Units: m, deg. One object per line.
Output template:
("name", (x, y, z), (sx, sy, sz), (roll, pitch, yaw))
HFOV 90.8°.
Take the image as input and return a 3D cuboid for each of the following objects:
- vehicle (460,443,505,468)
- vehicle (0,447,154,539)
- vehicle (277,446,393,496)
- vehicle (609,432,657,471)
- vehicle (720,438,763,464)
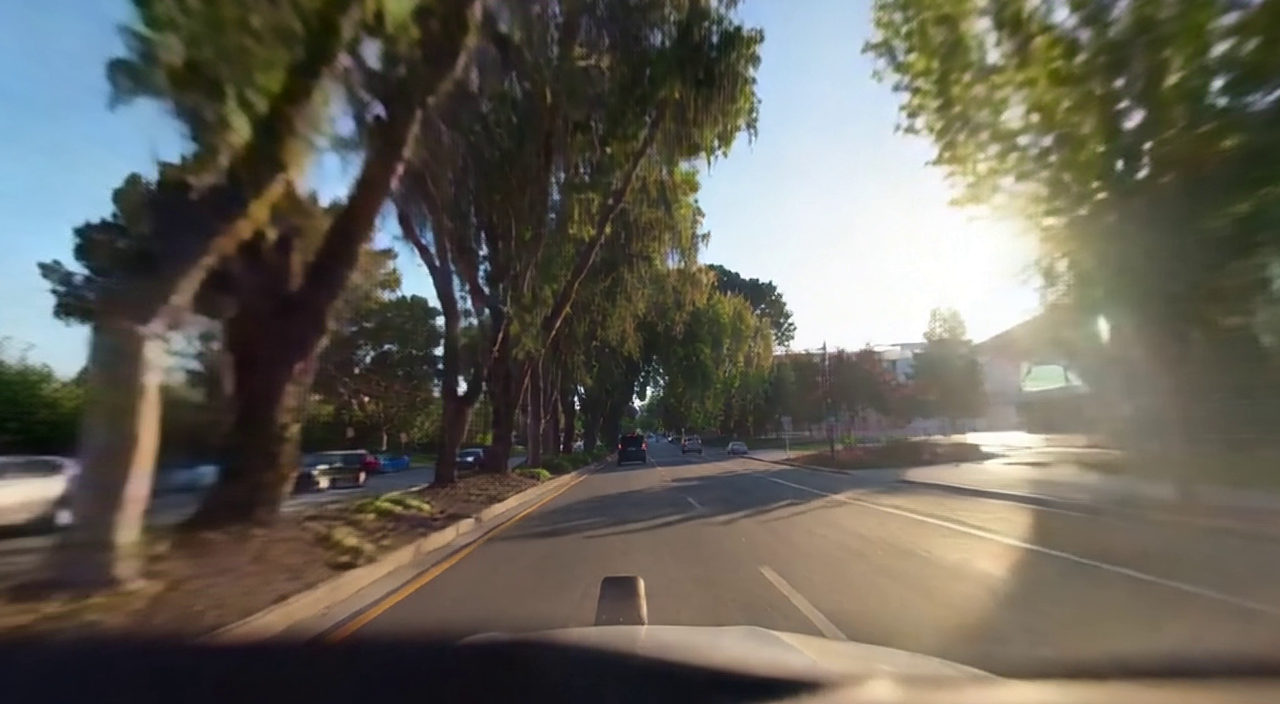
("vehicle", (-11.152, 7.350, 44.995), (1.994, 1.678, 4.605), (0, -9, 0))
("vehicle", (-11.223, 2.350, 10.737), (2.013, 1.460, 4.902), (0, -9, 0))
("vehicle", (-9.826, 3.820, 20.795), (1.950, 1.438, 4.343), (1, -9, -5))
("vehicle", (-0.407, 5.406, 34.365), (2.411, 1.937, 5.186), (0, -9, -1))
("vehicle", (7.390, 7.275, 46.494), (2.364, 1.781, 4.854), (0, -9, 0))
